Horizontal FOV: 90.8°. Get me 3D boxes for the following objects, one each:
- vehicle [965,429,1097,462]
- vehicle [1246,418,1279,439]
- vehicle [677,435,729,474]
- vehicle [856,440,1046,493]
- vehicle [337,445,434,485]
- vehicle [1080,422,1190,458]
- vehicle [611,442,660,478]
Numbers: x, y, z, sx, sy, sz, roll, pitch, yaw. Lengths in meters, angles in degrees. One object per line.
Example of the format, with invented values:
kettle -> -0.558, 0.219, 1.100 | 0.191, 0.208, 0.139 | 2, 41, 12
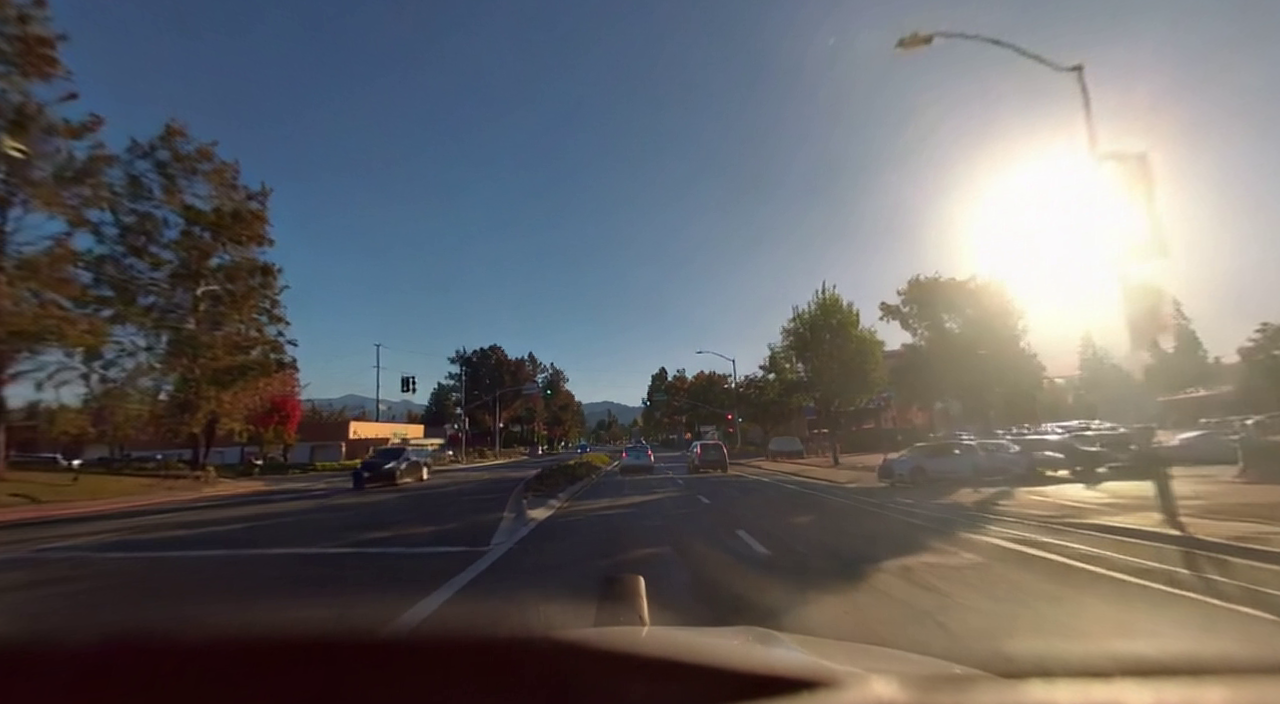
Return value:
vehicle -> 18.135, 4.374, 29.485 | 4.793, 1.470, 1.961 | 0, -8, 1
vehicle -> 46.465, 5.679, 46.406 | 1.796, 1.439, 4.254 | -5, -10, 31
vehicle -> 3.006, 5.003, 30.979 | 2.046, 1.768, 4.370 | 0, -8, -1
vehicle -> 9.232, 3.438, 19.149 | 4.662, 1.495, 1.998 | -1, -8, 5
vehicle -> -10.081, 4.485, 25.487 | 2.033, 1.439, 4.567 | 0, -8, 0
vehicle -> 23.900, 4.289, 30.730 | 1.956, 1.626, 4.151 | 1, -8, -1
vehicle -> -0.171, 4.520, 26.693 | 1.917, 1.418, 3.987 | 0, -8, 0
